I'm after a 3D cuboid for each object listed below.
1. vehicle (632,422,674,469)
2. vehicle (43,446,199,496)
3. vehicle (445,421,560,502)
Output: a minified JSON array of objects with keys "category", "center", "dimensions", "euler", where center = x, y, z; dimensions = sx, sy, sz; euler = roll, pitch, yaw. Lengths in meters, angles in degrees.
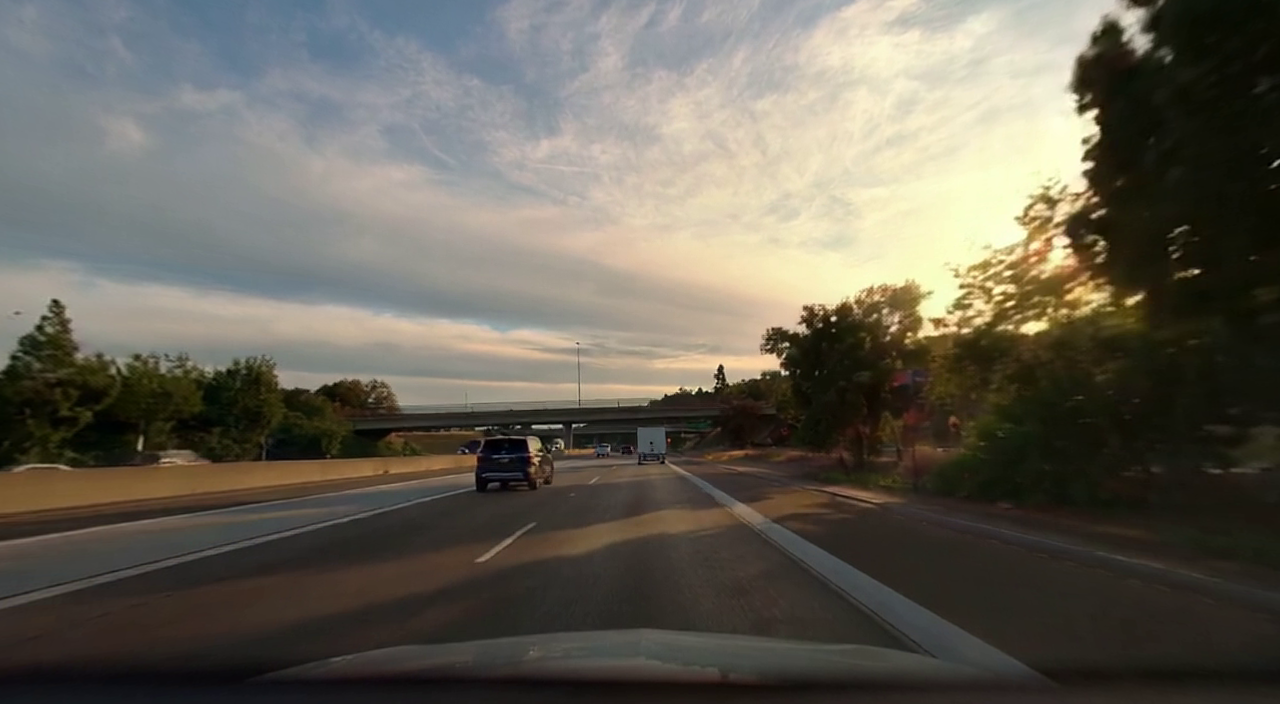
[{"category":"vehicle","center":[0.814,6.766,45.442],"dimensions":[2.790,3.075,7.414],"euler":[0,-9,-1]},{"category":"vehicle","center":[-19.879,4.553,24.476],"dimensions":[2.082,1.713,4.606],"euler":[0,-9,1]},{"category":"vehicle","center":[-3.937,3.300,19.307],"dimensions":[2.233,2.093,5.565],"euler":[0,-9,0]}]
